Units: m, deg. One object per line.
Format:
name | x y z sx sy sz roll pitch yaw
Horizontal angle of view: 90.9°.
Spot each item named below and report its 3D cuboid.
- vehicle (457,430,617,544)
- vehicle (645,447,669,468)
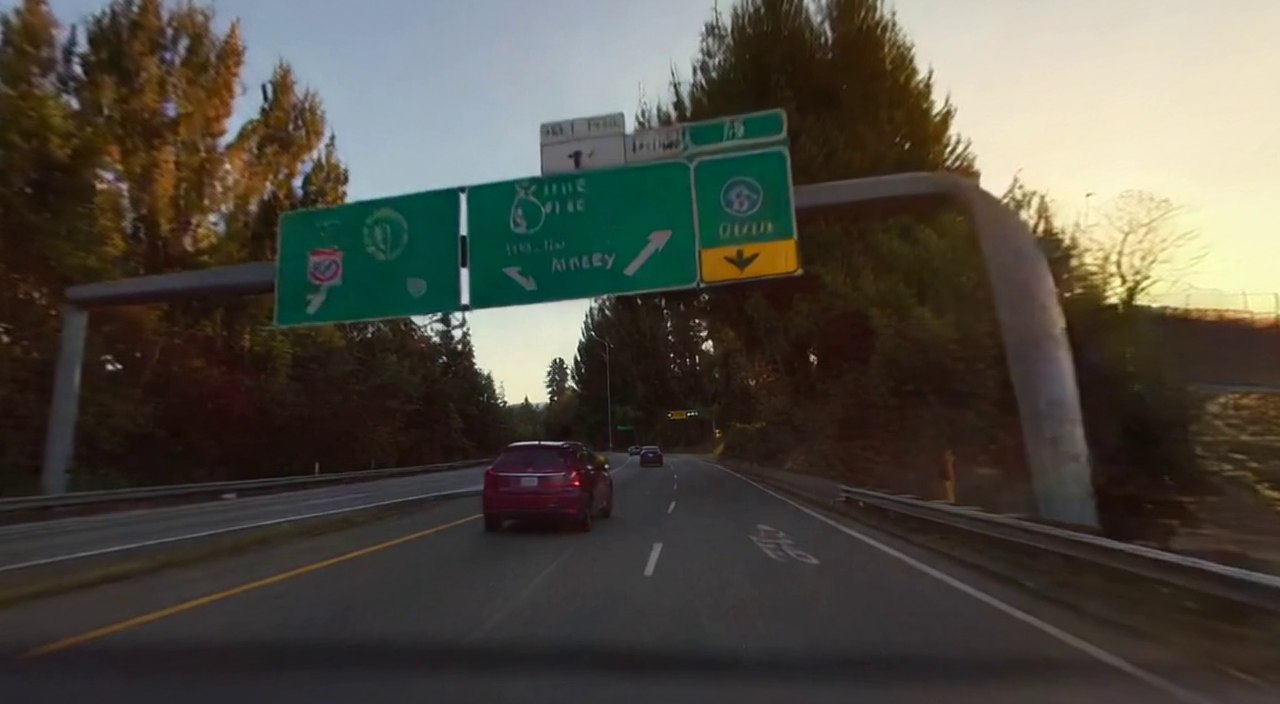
vehicle | -1.506 2.152 10.574 1.846 1.566 3.525 -1 -9 4
vehicle | 1.342 8.150 48.931 1.675 1.537 3.574 -1 -9 3
